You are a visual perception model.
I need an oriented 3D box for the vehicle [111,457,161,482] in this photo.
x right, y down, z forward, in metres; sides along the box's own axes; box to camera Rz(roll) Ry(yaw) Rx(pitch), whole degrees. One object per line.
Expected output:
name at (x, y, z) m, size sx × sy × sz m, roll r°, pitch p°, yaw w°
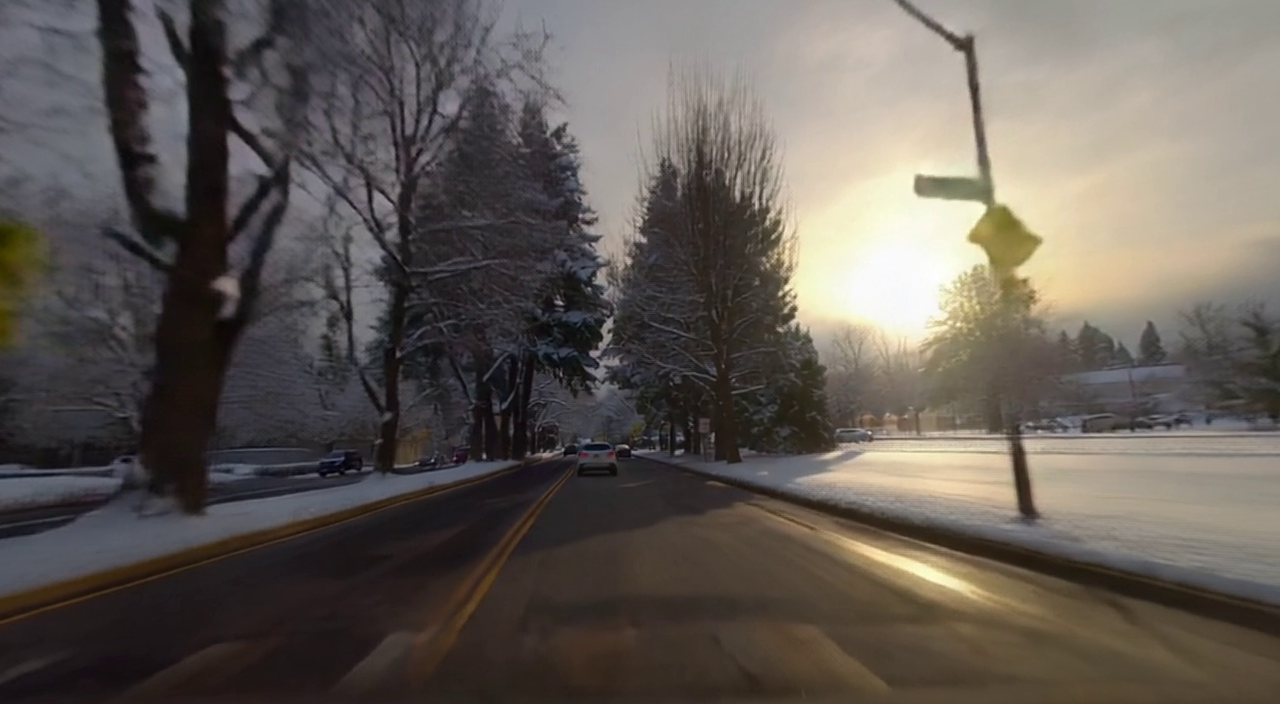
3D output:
vehicle at (-34.724, 8.052, 43.611) m, size 1.809 × 1.551 × 4.352 m, roll 4°, pitch -10°, yaw -27°

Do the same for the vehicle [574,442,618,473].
vehicle at (-2.265, 5.459, 32.969) m, size 2.142 × 1.501 × 4.273 m, roll 0°, pitch -9°, yaw -4°

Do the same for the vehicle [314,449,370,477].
vehicle at (-21.846, 8.123, 46.537) m, size 2.109 × 1.858 × 5.253 m, roll 1°, pitch -9°, yaw -7°
